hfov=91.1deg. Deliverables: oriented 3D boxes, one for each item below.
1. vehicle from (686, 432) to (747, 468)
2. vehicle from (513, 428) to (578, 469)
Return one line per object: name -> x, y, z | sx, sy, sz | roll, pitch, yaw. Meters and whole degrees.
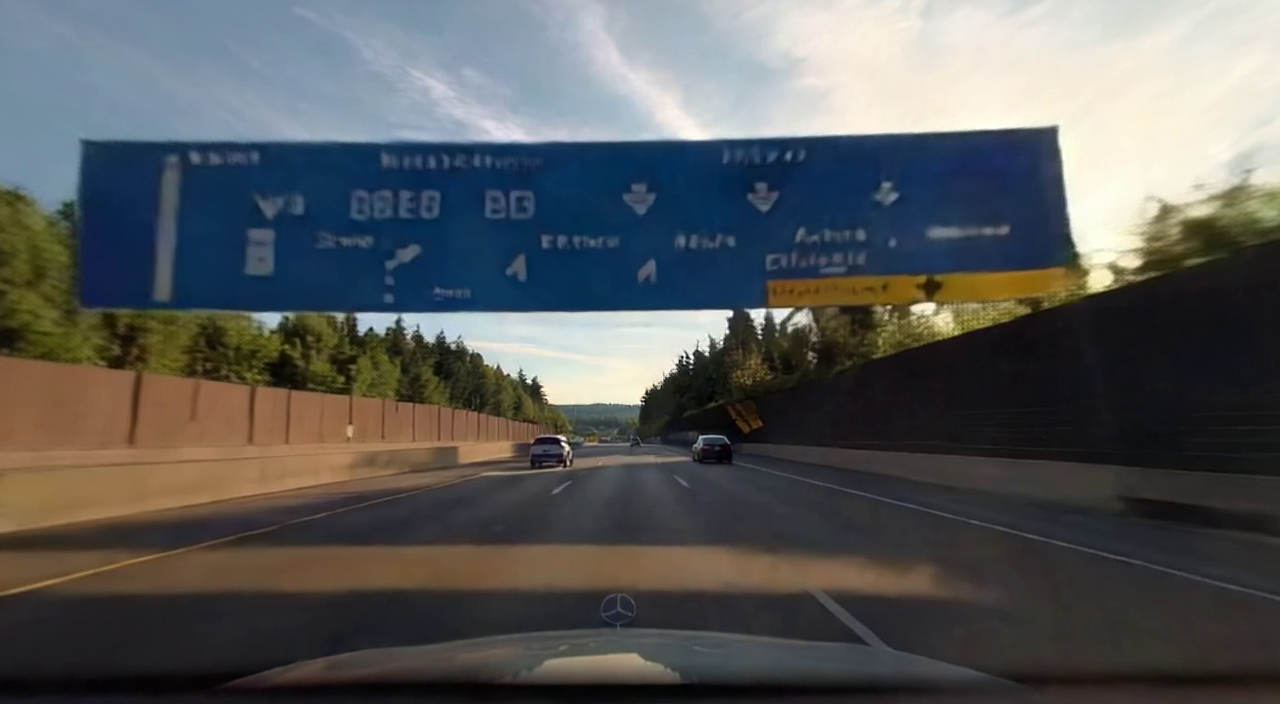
vehicle -> 3.409, 4.463, 28.909 | 2.077, 1.523, 4.539 | 0, -8, -2
vehicle -> -4.104, 4.266, 27.958 | 2.219, 1.660, 4.153 | 0, -8, 0
